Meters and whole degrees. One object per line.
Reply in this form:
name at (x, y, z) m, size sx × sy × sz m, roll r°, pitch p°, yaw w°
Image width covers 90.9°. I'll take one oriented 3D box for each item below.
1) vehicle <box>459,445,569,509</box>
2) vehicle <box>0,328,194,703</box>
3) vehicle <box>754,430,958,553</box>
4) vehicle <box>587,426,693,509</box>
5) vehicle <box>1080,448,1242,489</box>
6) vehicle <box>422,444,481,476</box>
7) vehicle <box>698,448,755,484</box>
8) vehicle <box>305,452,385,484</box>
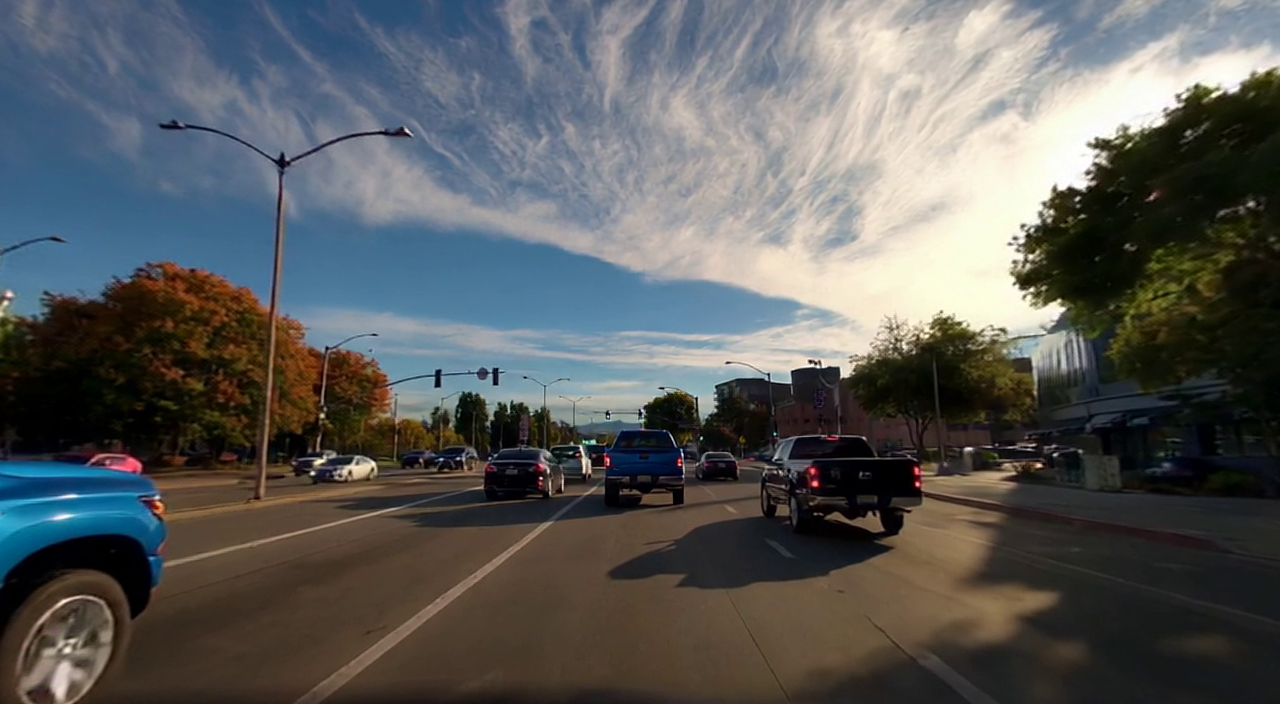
vehicle at (-3.207, 3.255, 16.998) m, size 1.986 × 1.465 × 4.509 m, roll 0°, pitch -8°, yaw 1°
vehicle at (-3.535, 0.597, 1.144) m, size 1.994 × 1.759 × 4.709 m, roll 0°, pitch -8°, yaw 0°
vehicle at (3.290, 2.194, 10.641) m, size 1.955 × 1.628 × 4.152 m, roll 0°, pitch -8°, yaw 0°
vehicle at (-0.001, 3.092, 17.377) m, size 2.493 × 1.934 × 4.957 m, roll 0°, pitch -8°, yaw 0°
vehicle at (22.228, 4.952, 27.191) m, size 2.003 × 1.515 × 4.939 m, roll 3°, pitch -9°, yaw -21°
vehicle at (-11.690, 6.721, 39.495) m, size 2.150 × 1.838 × 4.981 m, roll 0°, pitch -8°, yaw 0°
vehicle at (3.853, 5.141, 28.841) m, size 1.968 × 1.472 × 4.456 m, roll 0°, pitch -8°, yaw 0°
vehicle at (-15.298, 6.013, 33.017) m, size 1.932 × 1.449 × 4.545 m, roll 0°, pitch -8°, yaw 1°
